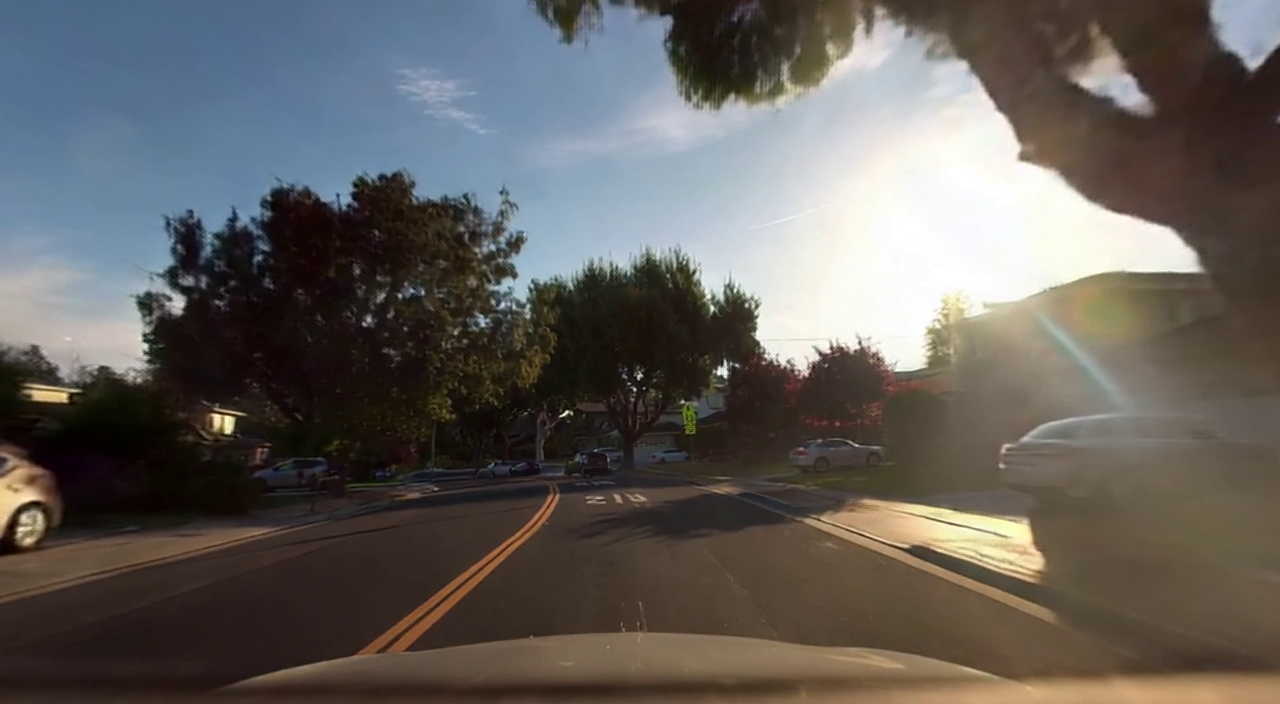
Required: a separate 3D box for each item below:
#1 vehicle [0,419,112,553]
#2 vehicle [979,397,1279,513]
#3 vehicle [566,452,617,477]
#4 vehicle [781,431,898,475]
[{"bbox_3d":[-10.160,1.871,8.616,2.073,1.899,4.869,0,-8,-7],"label":"vehicle"},{"bbox_3d":[9.364,1.783,11.383,5.751,1.733,2.138,2,-9,-16],"label":"vehicle"},{"bbox_3d":[-3.375,7.511,42.545,2.181,1.494,5.023,2,-9,-19],"label":"vehicle"},{"bbox_3d":[8.357,4.237,26.547,4.284,1.522,1.893,-1,-8,-18],"label":"vehicle"}]
